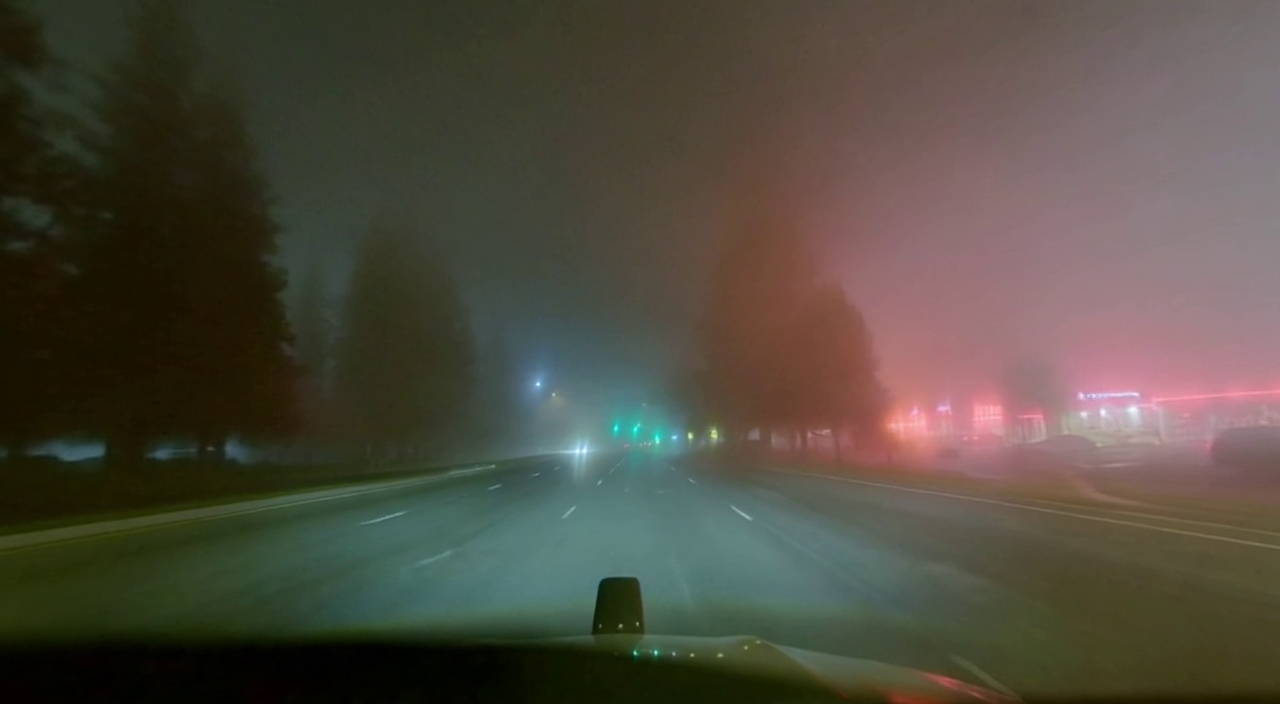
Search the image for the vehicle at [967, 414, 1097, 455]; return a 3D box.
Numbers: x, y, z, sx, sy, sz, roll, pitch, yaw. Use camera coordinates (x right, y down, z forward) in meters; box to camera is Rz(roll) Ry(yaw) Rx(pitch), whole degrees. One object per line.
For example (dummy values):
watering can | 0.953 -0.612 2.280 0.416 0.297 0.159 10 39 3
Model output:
vehicle | 26.642 5.665 43.186 7.147 2.712 2.343 0 -8 1
